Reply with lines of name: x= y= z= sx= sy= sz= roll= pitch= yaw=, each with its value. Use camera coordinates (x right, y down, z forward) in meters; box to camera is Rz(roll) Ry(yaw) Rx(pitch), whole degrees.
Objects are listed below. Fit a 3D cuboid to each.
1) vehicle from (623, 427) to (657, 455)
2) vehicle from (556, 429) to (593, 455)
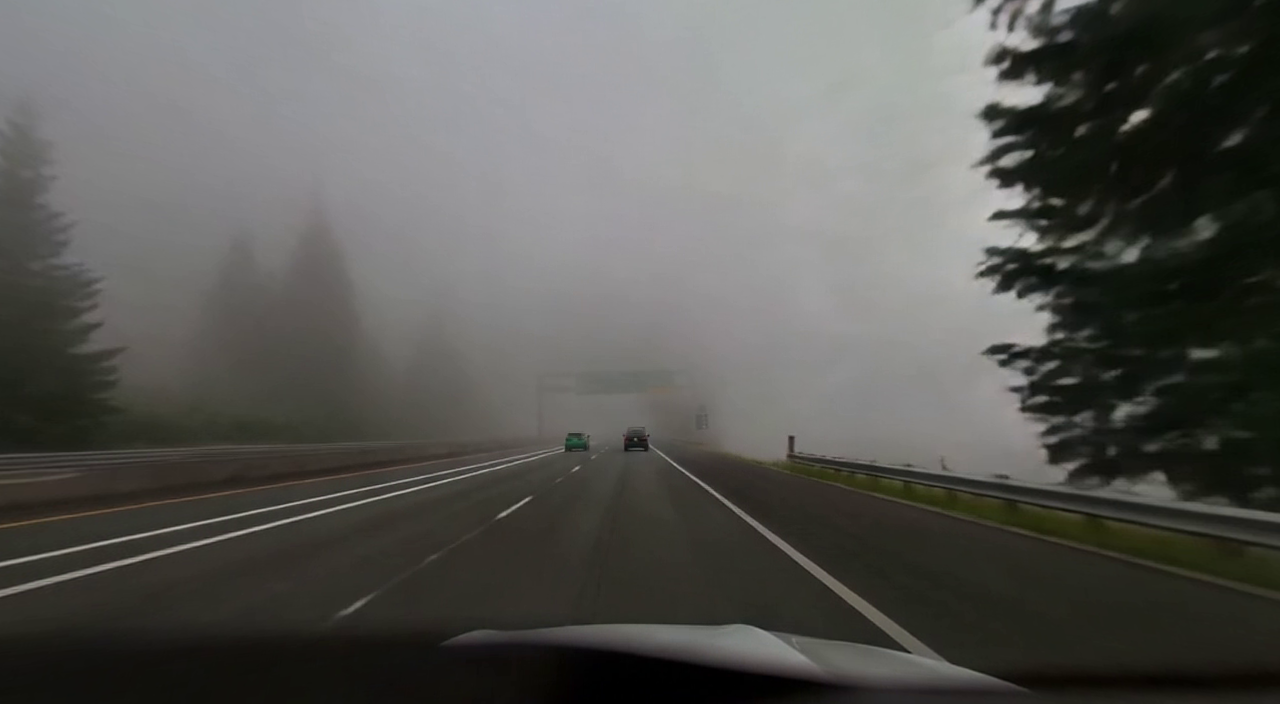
vehicle: x=-0.041 y=5.912 z=41.956 sx=2.170 sy=1.790 sz=4.490 roll=0 pitch=-8 yaw=-1
vehicle: x=-4.352 y=6.069 z=42.532 sx=2.055 sy=1.610 sz=4.116 roll=0 pitch=-8 yaw=0
